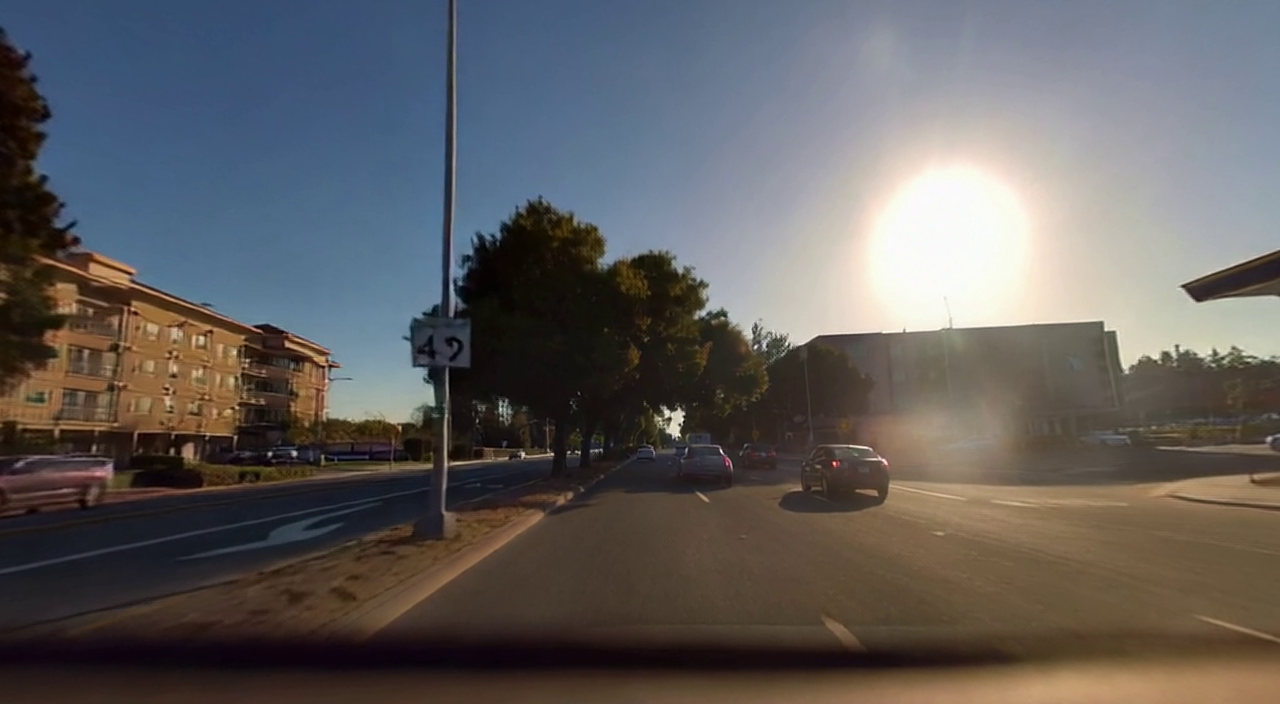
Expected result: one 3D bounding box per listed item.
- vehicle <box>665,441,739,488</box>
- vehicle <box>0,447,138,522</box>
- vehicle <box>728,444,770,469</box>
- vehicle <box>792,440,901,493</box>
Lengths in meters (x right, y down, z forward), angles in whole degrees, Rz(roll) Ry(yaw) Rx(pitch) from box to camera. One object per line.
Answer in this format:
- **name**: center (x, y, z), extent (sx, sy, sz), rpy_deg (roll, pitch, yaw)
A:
- **vehicle**: center (2.091, 3.962, 22.517), extent (1.971, 1.479, 4.493), rpy_deg (0, -8, -3)
- **vehicle**: center (-15.782, 3.270, 15.894), extent (2.006, 1.714, 4.829), rpy_deg (0, -8, 2)
- **vehicle**: center (7.009, 6.725, 40.691), extent (1.930, 1.479, 4.477), rpy_deg (0, -8, 0)
- **vehicle**: center (6.399, 3.582, 20.053), extent (1.918, 1.484, 4.456), rpy_deg (0, -8, -1)
